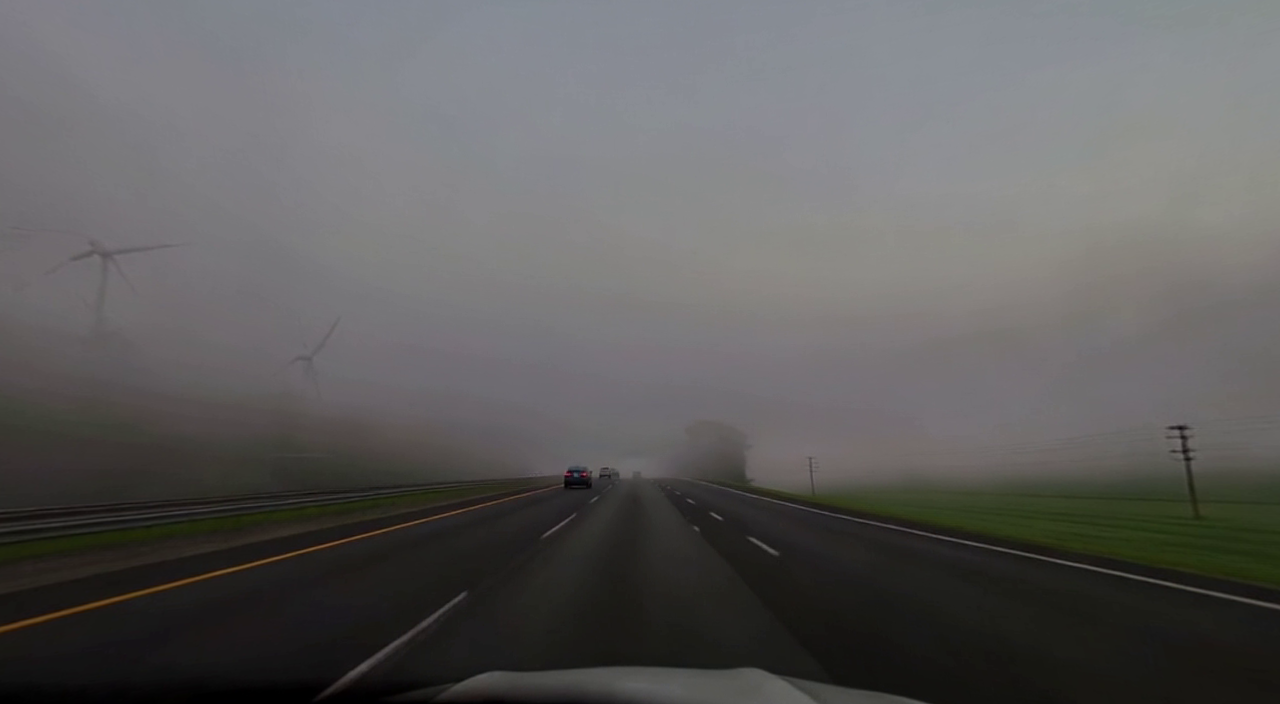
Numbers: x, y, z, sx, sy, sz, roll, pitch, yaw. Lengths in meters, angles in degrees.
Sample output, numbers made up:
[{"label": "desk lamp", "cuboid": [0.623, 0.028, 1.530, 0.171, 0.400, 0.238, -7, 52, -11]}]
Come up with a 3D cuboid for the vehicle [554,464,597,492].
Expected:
[{"label": "vehicle", "cuboid": [-3.616, 7.137, 35.734, 2.001, 1.486, 4.104, 1, -10, 0]}]
